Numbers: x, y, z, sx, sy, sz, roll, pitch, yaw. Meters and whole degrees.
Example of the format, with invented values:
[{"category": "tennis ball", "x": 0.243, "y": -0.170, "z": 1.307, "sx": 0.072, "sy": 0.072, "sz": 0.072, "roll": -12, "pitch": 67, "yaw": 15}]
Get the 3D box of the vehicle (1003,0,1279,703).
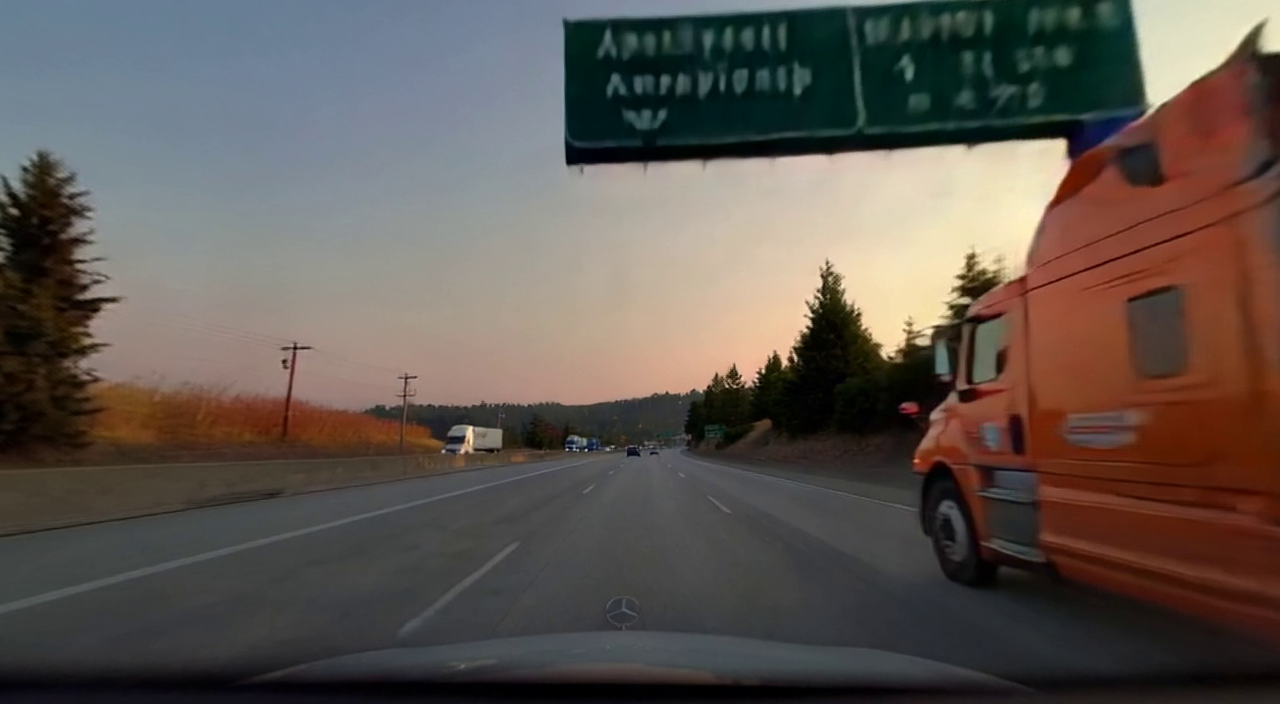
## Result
[{"category": "vehicle", "x": 4.394, "y": -0.370, "z": 1.834, "sx": 2.976, "sy": 3.871, "sz": 5.853, "roll": 0, "pitch": -9, "yaw": 0}]
